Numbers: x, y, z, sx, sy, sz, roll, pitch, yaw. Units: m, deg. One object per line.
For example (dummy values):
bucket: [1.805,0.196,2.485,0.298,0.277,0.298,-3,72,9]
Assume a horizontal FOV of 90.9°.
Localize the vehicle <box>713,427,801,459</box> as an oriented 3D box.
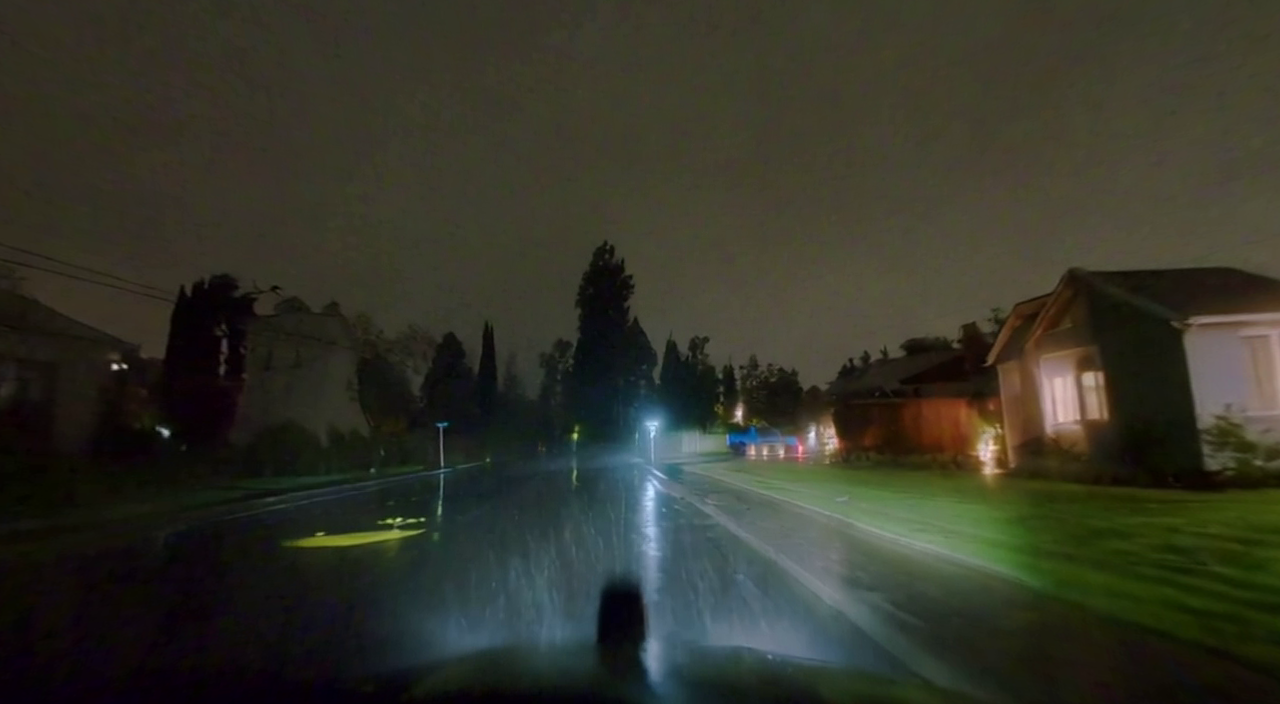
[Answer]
vehicle: [6.061,4.736,33.006,4.153,1.605,1.835,0,-8,-5]
